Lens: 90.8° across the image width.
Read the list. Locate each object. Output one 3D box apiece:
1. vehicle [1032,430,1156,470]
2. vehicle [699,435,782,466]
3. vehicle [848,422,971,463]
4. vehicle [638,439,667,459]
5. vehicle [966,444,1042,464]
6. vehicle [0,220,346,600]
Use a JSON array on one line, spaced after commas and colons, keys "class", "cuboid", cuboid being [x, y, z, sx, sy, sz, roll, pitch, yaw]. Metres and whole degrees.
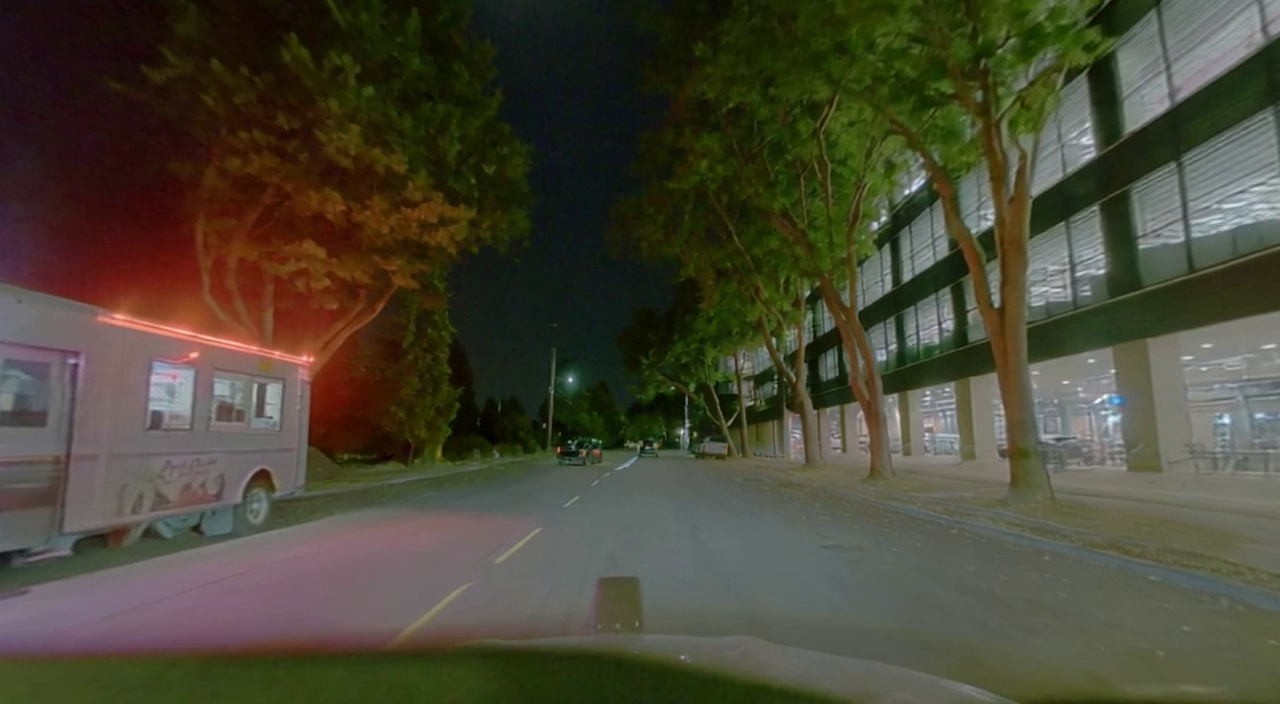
[{"class": "vehicle", "cuboid": [26.557, 5.750, 37.105, 5.596, 2.168, 2.307, 2, -8, -3]}, {"class": "vehicle", "cuboid": [5.958, 5.811, 37.281, 4.626, 1.723, 1.939, 5, -10, -31]}, {"class": "vehicle", "cuboid": [14.470, 4.893, 34.178, 5.540, 2.045, 2.259, 0, -8, 0]}, {"class": "vehicle", "cuboid": [0.912, 7.419, 48.516, 2.046, 1.445, 4.001, 0, -8, -2]}, {"class": "vehicle", "cuboid": [27.376, 7.665, 47.557, 4.558, 1.452, 1.790, 0, -8, 0]}, {"class": "vehicle", "cuboid": [-6.987, 0.915, 8.191, 2.968, 3.222, 7.036, -1, -8, -1]}]
